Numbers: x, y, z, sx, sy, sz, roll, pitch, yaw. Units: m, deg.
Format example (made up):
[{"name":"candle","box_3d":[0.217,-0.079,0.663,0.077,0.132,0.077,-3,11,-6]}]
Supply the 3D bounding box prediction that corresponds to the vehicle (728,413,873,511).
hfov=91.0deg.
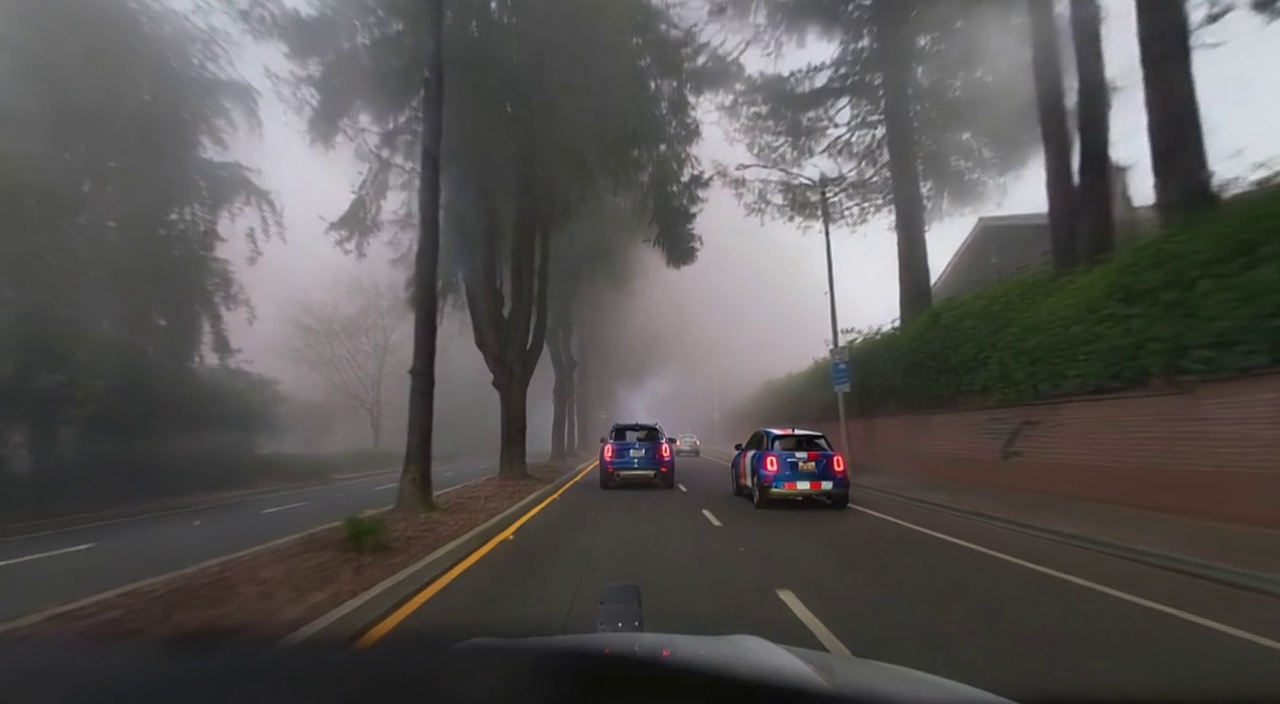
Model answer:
[{"name":"vehicle","box_3d":[3.140,2.257,13.280,1.840,1.709,4.202,0,-8,-2]}]

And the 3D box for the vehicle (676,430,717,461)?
[{"name":"vehicle","box_3d":[3.132,5.243,35.381,1.863,1.610,3.726,0,-8,-1]}]

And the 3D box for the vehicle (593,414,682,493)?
[{"name":"vehicle","box_3d":[-0.095,2.534,15.861,1.984,1.777,3.148,0,-8,-2]}]
